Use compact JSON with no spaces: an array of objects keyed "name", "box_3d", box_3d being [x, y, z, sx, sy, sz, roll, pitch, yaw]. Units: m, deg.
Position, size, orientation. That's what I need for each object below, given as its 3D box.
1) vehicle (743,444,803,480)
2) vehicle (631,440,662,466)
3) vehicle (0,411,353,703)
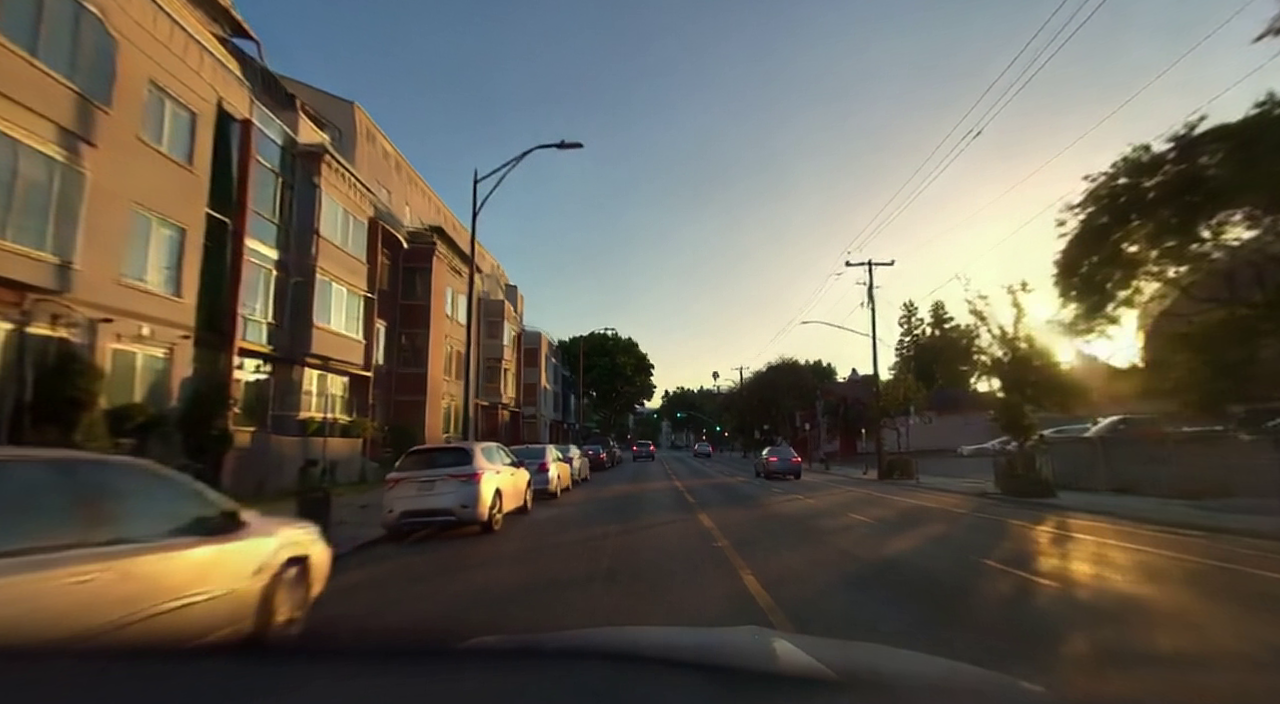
[{"name":"vehicle","box_3d":[5.720,4.759,27.489,1.799,1.463,3.464,0,-8,-1]},{"name":"vehicle","box_3d":[0.497,7.071,44.324,2.122,1.689,3.885,0,-8,2]},{"name":"vehicle","box_3d":[-3.215,1.026,2.712,1.810,1.473,4.232,-1,-8,2]}]
